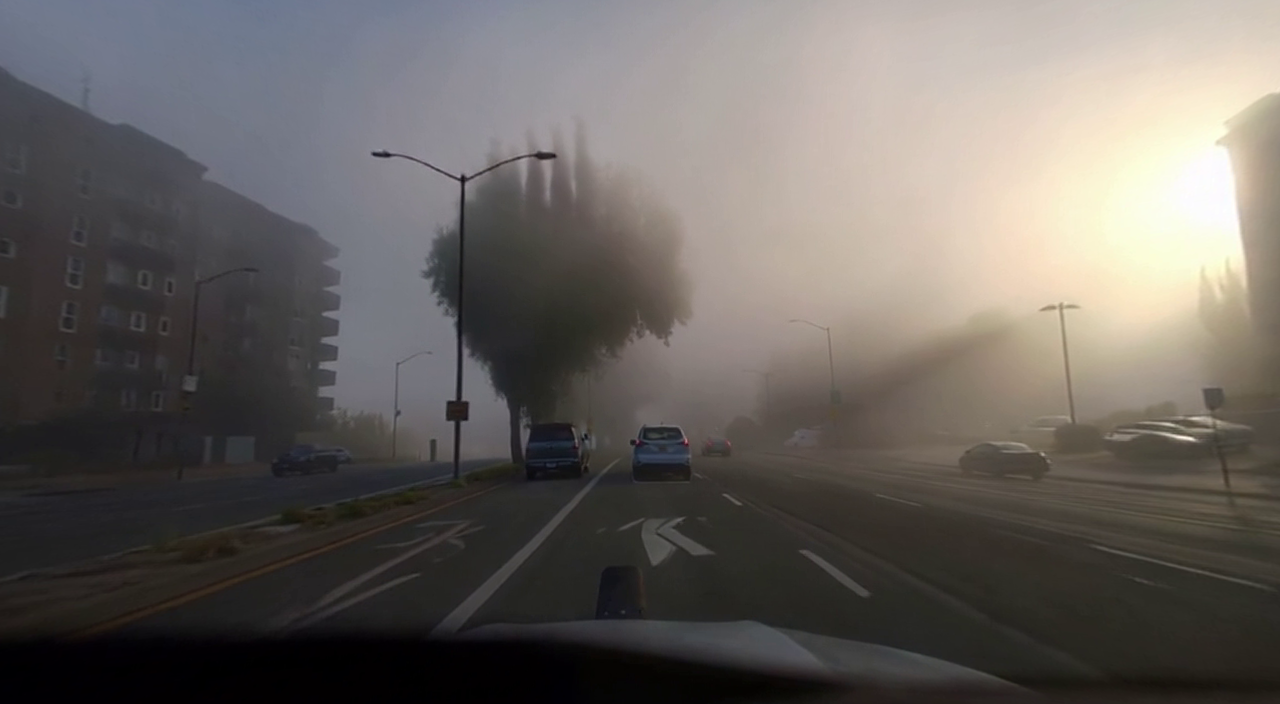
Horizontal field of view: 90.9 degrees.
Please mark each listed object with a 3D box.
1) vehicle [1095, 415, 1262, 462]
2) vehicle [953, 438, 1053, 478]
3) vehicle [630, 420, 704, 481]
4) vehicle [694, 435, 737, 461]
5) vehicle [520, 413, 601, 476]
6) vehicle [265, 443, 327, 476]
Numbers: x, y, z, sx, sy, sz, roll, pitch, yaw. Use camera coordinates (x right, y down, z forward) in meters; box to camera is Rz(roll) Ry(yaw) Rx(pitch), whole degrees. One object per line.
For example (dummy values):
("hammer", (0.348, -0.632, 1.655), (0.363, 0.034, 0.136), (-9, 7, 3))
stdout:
("vehicle", (23.274, 3.797, 27.451), (5.050, 1.756, 2.206), (-2, -9, 1))
("vehicle", (14.339, 4.192, 25.153), (1.706, 1.474, 3.761), (0, -8, 0))
("vehicle", (0.795, 3.268, 21.097), (2.222, 1.841, 4.031), (0, -8, -1))
("vehicle", (4.657, 6.008, 39.549), (2.075, 1.486, 4.316), (0, -8, -1))
("vehicle", (-2.838, 3.496, 23.895), (2.396, 2.143, 4.824), (0, -8, 1))
("vehicle", (-16.962, 5.278, 31.289), (1.993, 1.462, 4.586), (3, -9, -20))
